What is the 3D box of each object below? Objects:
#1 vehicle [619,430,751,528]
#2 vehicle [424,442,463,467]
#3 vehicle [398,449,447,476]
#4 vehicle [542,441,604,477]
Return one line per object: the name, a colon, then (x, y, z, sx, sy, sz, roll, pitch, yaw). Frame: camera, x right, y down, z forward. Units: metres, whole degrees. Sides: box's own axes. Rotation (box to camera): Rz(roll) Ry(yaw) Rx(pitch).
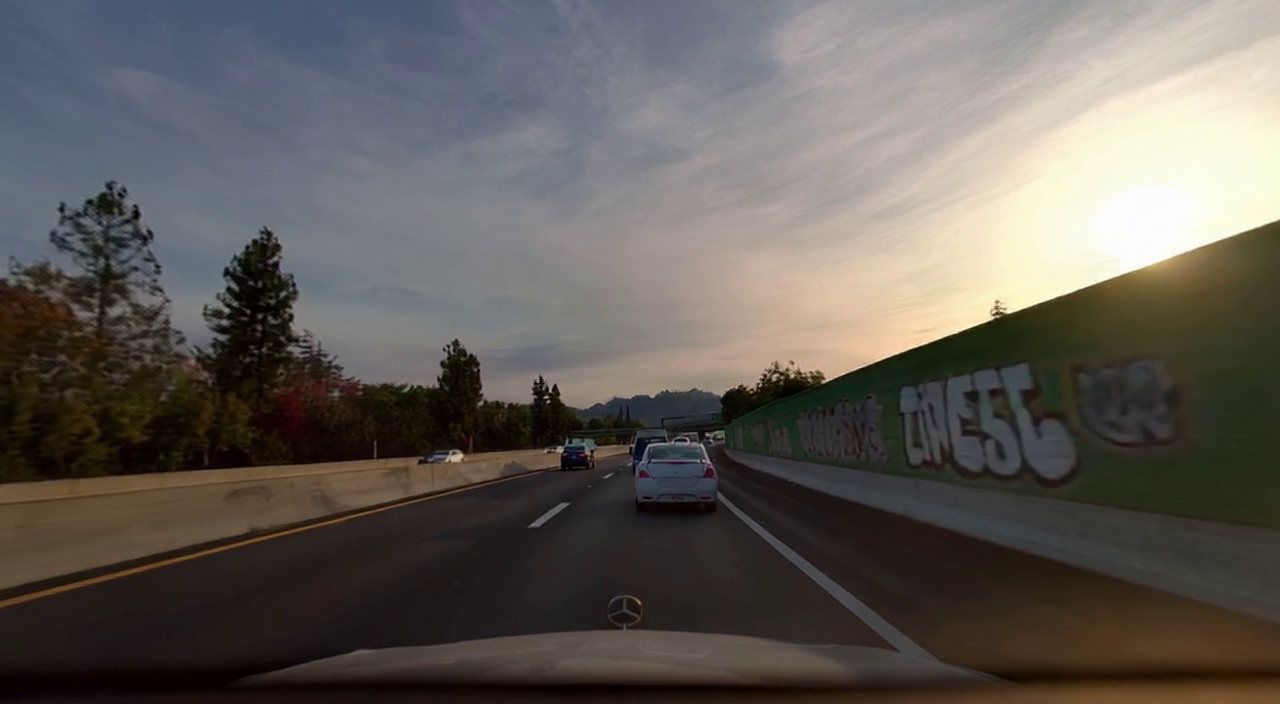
vehicle: (0.744, 2.297, 11.936, 2.077, 1.533, 3.854, 0, -8, 1)
vehicle: (-15.128, 7.871, 48.612, 1.831, 1.837, 3.199, -1, -9, 3)
vehicle: (-15.220, 7.718, 44.229, 1.910, 1.820, 4.007, 0, -8, 1)
vehicle: (-2.861, 4.692, 27.869, 2.059, 1.471, 4.152, -1, -8, 3)
